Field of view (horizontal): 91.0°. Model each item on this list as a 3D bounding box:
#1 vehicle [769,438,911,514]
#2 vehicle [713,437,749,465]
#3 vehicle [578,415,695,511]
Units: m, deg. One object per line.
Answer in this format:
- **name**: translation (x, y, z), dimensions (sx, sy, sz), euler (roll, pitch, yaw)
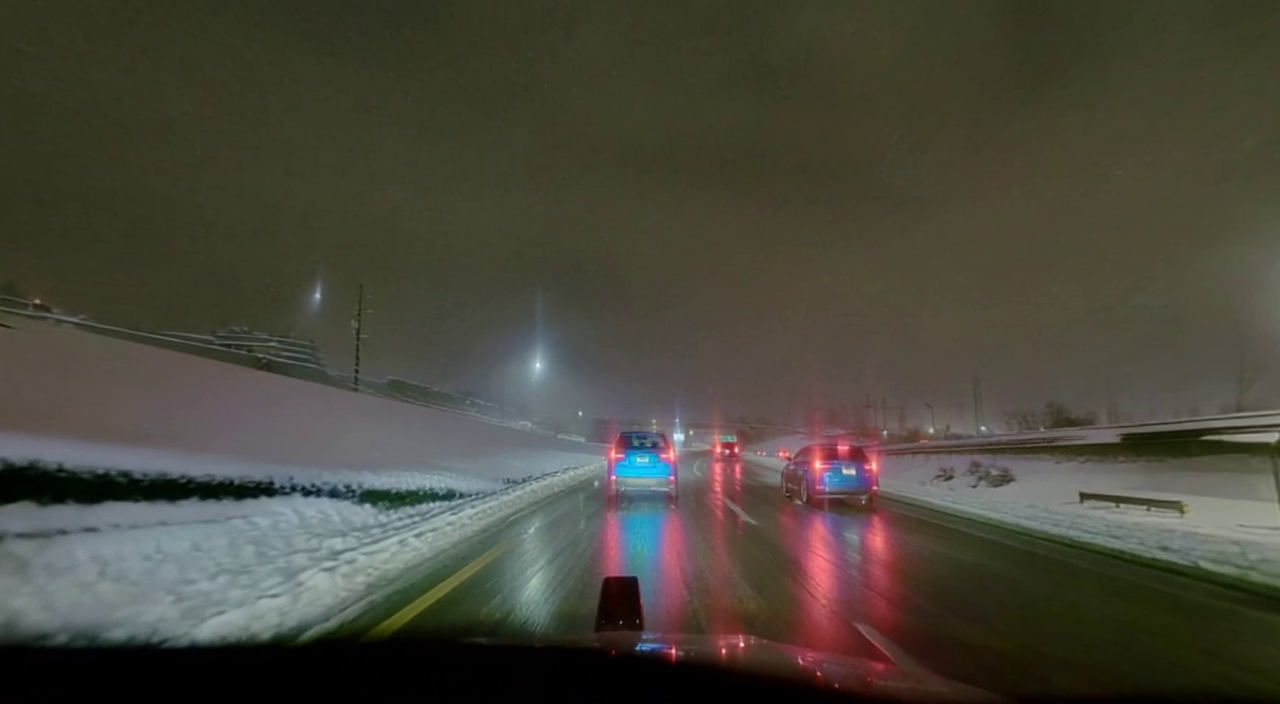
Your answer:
- **vehicle**: translation (4.424, 2.786, 14.671), dimensions (2.047, 1.500, 4.017), euler (0, -9, 1)
- **vehicle**: translation (5.911, 6.473, 41.231), dimensions (2.047, 1.700, 4.069), euler (-1, -9, 5)
- **vehicle**: translation (0.019, 2.502, 14.601), dimensions (2.264, 1.841, 4.583), euler (0, -9, 2)
